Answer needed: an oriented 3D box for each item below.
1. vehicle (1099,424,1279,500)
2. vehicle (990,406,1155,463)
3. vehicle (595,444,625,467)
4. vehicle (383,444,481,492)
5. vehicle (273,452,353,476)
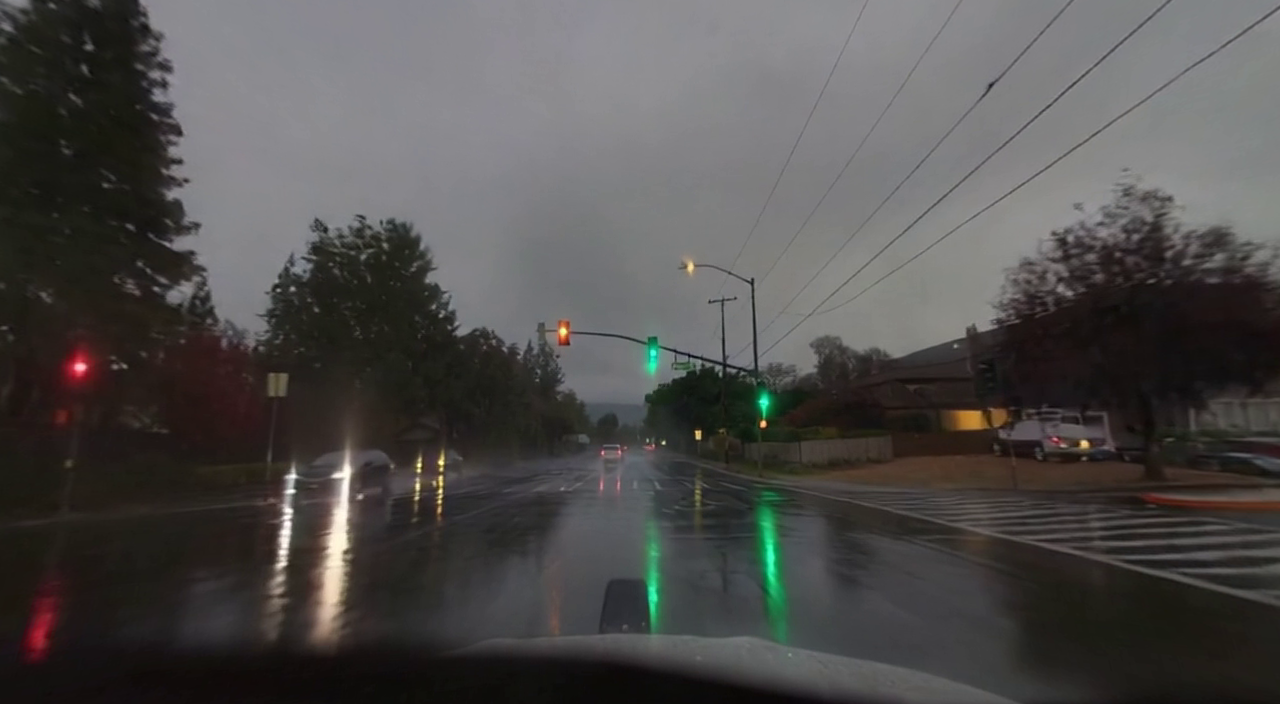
[{"bbox_3d":[13.011,2.351,13.661,4.665,1.498,1.866,0,-8,-2],"label":"vehicle"},{"bbox_3d":[16.501,3.177,24.265,4.656,2.065,2.129,0,-8,3],"label":"vehicle"},{"bbox_3d":[-2.278,8.026,49.128,2.084,1.701,4.734,0,-8,1],"label":"vehicle"},{"bbox_3d":[-7.645,4.288,23.716,2.122,1.602,4.369,0,-8,1],"label":"vehicle"},{"bbox_3d":[-19.617,6.709,37.917,3.819,1.403,1.812,0,-9,-1],"label":"vehicle"}]
